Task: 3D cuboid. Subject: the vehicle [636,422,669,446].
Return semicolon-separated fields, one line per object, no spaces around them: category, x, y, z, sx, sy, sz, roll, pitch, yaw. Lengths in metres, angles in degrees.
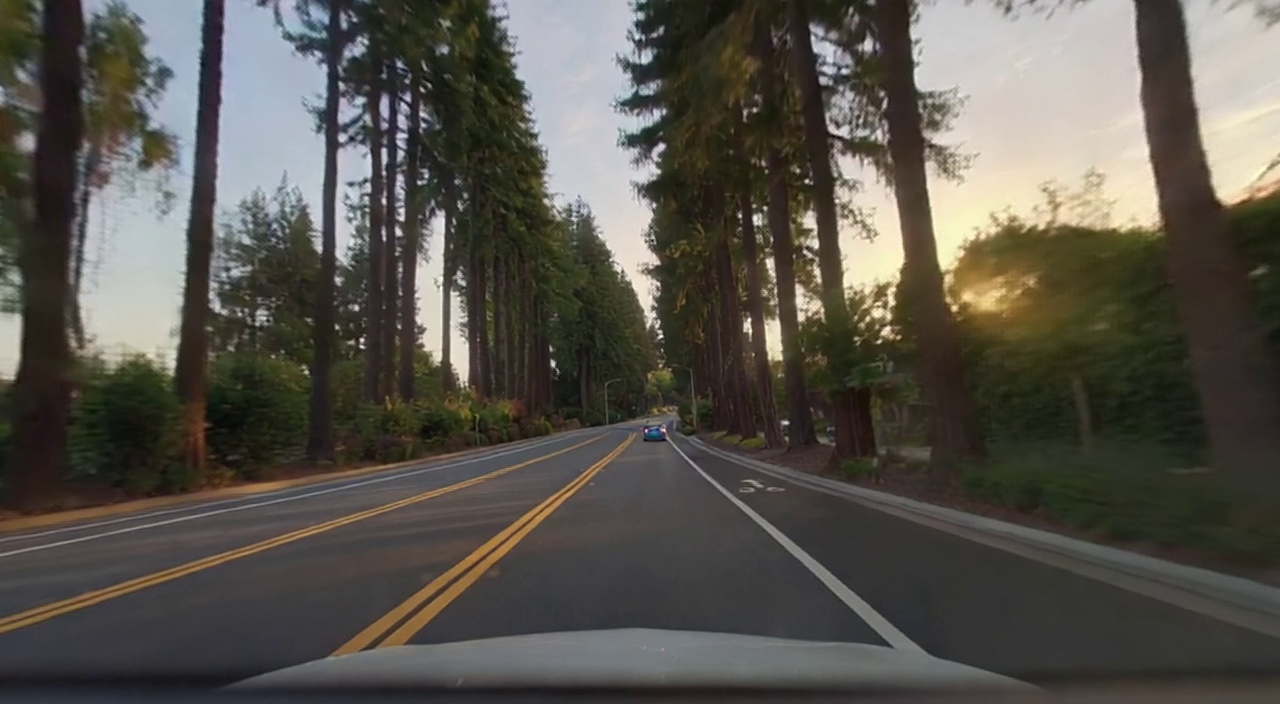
vehicle;0.851;5.455;42.070;2.067;1.486;3.861;-1;-8;1
